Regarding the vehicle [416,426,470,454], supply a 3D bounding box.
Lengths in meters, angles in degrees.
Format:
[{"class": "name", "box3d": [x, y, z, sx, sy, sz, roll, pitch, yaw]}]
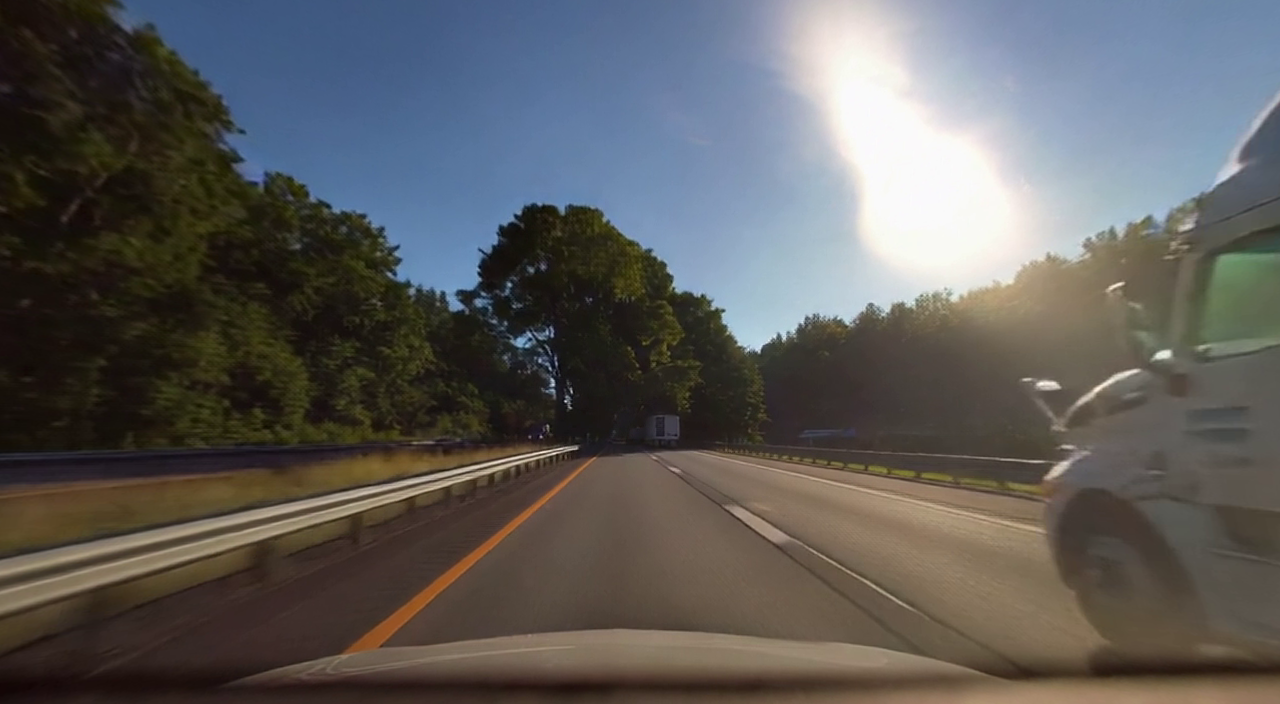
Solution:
[{"class": "vehicle", "box3d": [-12.762, 5.733, 41.249, 2.066, 1.711, 4.835, 0, -8, -1]}]
